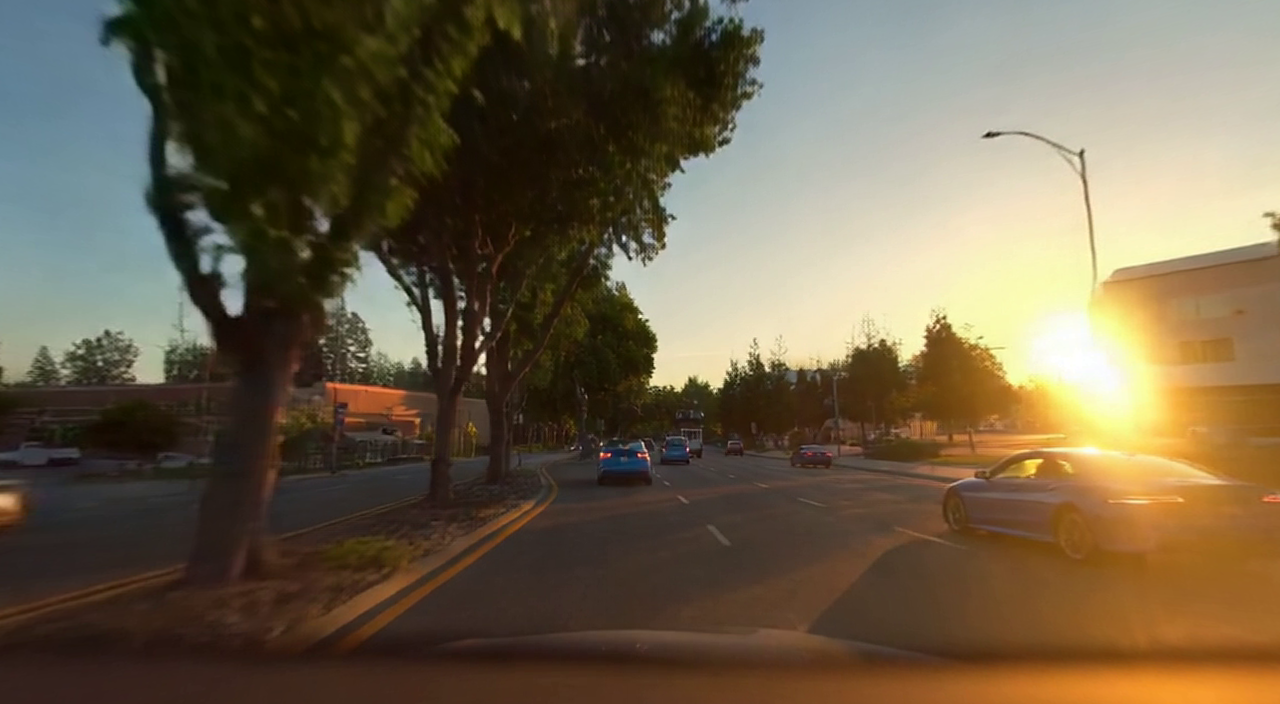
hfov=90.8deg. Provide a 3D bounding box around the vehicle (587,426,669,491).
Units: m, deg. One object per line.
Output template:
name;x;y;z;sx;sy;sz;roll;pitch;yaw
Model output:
vehicle;-0.394;3.249;19.438;2.266;1.762;4.131;0;-9;-2

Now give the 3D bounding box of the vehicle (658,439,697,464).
vehicle;2.299;6.351;40.221;2.078;1.471;4.142;0;-9;-2

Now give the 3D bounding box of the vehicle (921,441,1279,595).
vehicle;5.602;1.774;7.669;2.258;1.294;4.312;0;-9;-2

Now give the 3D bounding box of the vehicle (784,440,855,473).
vehicle;8.713;5.113;31.096;2.045;1.484;4.342;0;-9;-2
